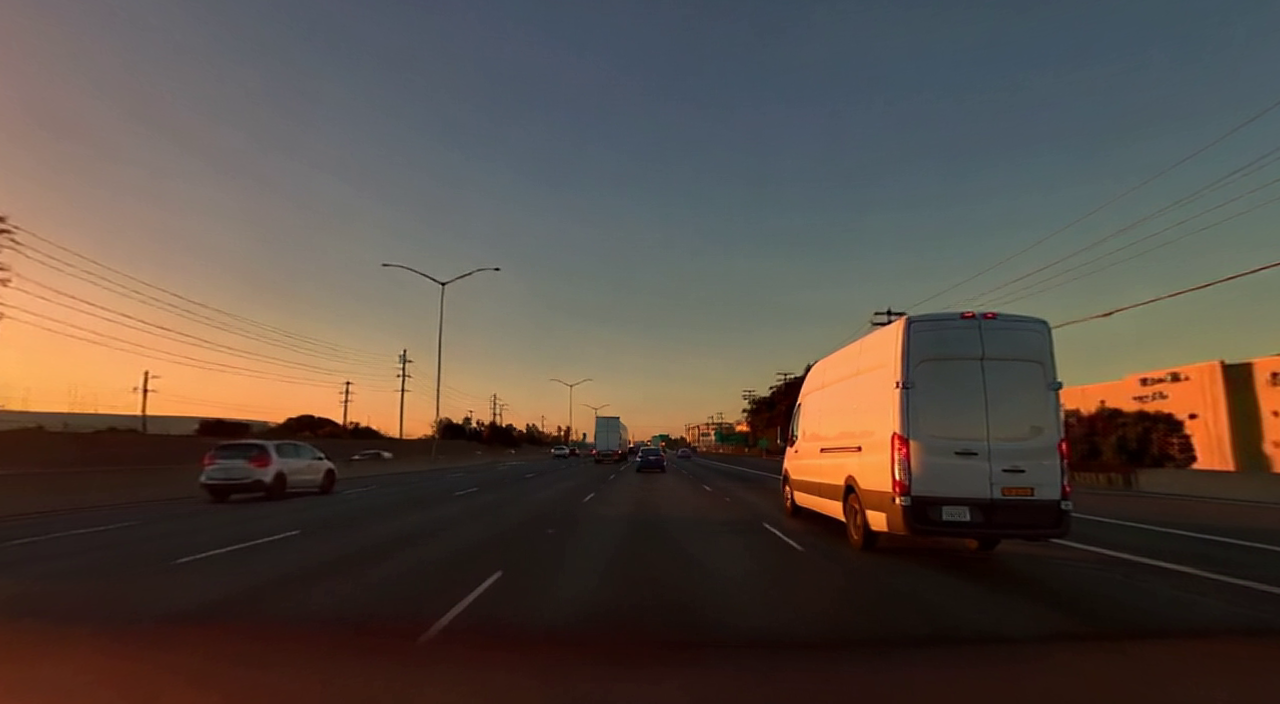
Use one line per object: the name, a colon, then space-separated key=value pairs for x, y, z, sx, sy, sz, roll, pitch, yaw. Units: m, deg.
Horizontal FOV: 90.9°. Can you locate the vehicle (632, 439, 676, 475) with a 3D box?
vehicle: x=0.742 y=5.860 z=35.452 sx=2.279 sy=1.837 sz=4.747 roll=0 pitch=-8 yaw=0

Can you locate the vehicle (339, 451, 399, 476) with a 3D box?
vehicle: x=-16.358 y=6.721 z=38.270 sx=1.938 sy=1.421 sz=3.567 roll=-1 pitch=-8 yaw=2

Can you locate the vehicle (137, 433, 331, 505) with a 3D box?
vehicle: x=-10.856 y=3.141 z=17.437 sx=2.097 sy=1.673 sz=4.730 roll=0 pitch=-8 yaw=1
